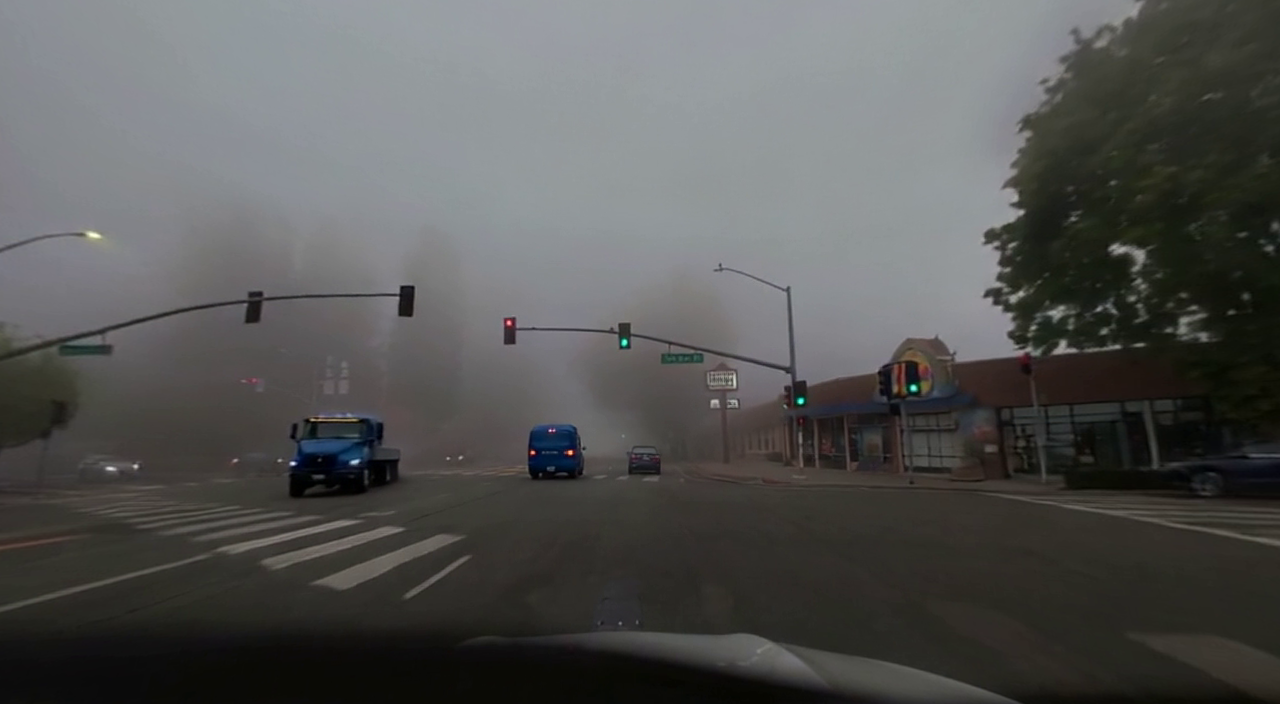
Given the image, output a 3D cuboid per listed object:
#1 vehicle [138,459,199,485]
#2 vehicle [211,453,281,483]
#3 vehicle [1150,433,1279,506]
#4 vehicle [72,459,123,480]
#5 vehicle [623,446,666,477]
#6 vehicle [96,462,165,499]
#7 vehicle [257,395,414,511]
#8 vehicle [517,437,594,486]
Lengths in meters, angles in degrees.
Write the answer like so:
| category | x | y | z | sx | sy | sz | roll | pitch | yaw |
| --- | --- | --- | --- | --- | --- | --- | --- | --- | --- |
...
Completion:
| category | x | y | z | sx | sy | sz | roll | pitch | yaw |
| --- | --- | --- | --- | --- | --- | --- | --- | --- | --- |
| vehicle | -30.235 | 7.642 | 40.466 | 4.125 | 1.460 | 1.967 | -7 | -11 | 37 |
| vehicle | -26.012 | 7.558 | 41.623 | 5.425 | 1.787 | 2.191 | -7 | -11 | 39 |
| vehicle | 14.120 | 2.537 | 13.801 | 4.406 | 1.512 | 1.935 | -6 | -10 | 35 |
| vehicle | -42.153 | 9.082 | 49.058 | 4.332 | 1.453 | 1.932 | -6 | -10 | 35 |
| vehicle | 0.223 | 5.586 | 32.456 | 2.103 | 1.487 | 4.101 | 0 | -9 | 0 |
| vehicle | -23.925 | 5.938 | 29.596 | 1.915 | 1.480 | 4.432 | 8 | -12 | -44 |
| vehicle | -7.920 | 2.680 | 17.077 | 2.507 | 2.667 | 4.567 | 1 | -9 | -9 |
| vehicle | -3.321 | 4.463 | 26.039 | 2.464 | 1.777 | 5.128 | 0 | -9 | 0 |
